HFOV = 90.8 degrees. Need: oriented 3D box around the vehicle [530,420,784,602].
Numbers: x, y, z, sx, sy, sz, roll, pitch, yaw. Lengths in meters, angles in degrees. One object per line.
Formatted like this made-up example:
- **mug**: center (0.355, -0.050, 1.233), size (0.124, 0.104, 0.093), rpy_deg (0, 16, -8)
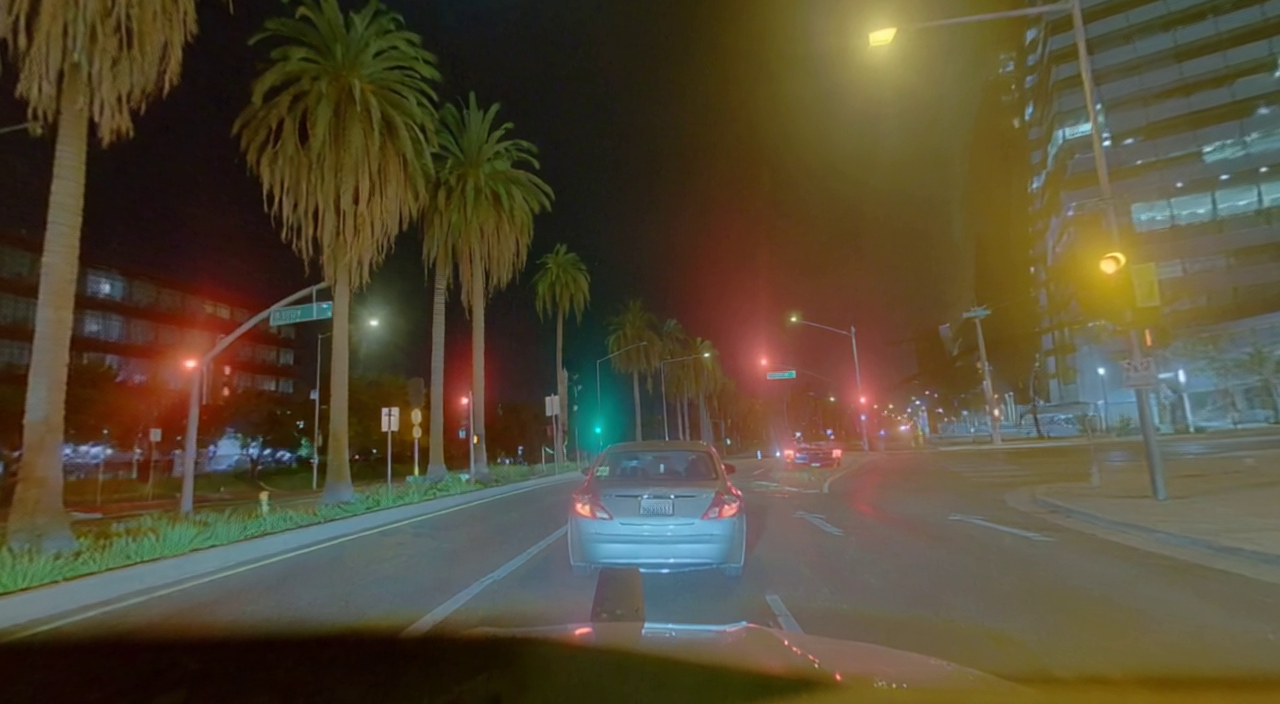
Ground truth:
- **vehicle**: center (0.160, 1.631, 7.338), size (2.096, 1.492, 4.071), rpy_deg (0, -9, 1)
